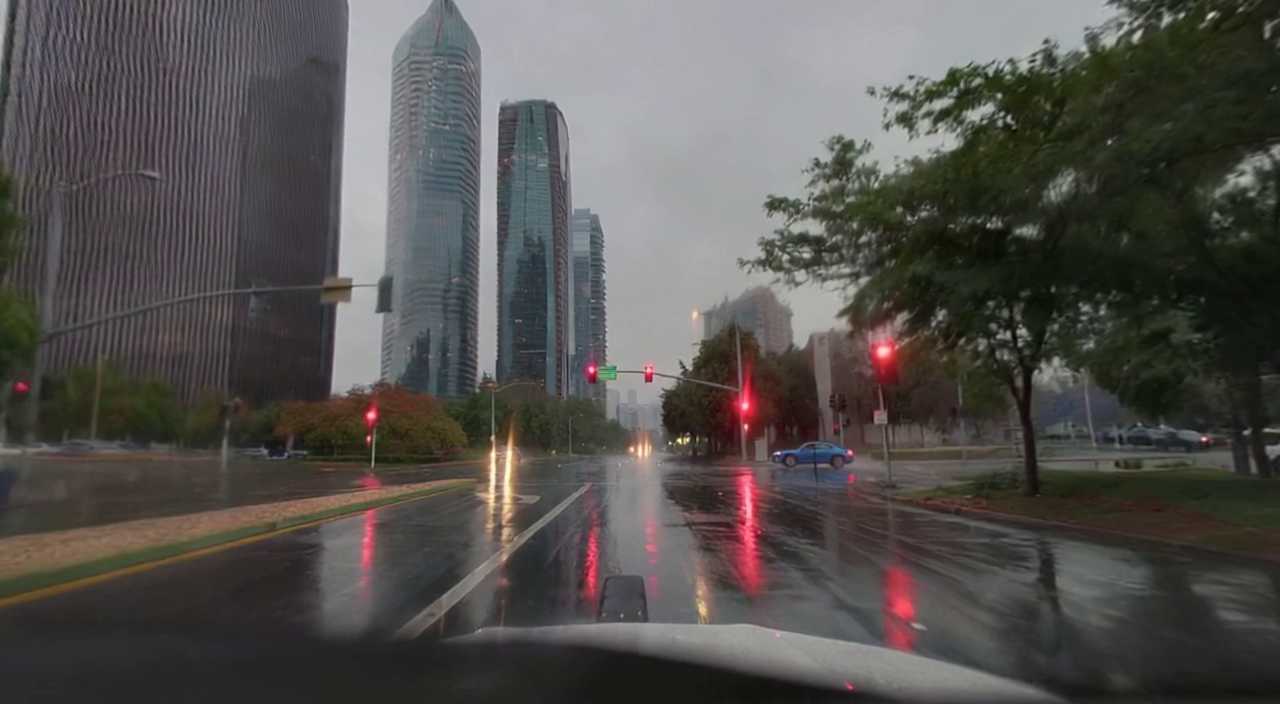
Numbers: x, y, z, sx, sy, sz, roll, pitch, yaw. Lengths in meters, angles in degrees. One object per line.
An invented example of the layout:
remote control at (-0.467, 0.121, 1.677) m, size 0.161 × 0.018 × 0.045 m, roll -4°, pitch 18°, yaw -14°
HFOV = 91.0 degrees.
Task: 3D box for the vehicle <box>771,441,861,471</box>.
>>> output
vehicle at (9.520, 5.639, 34.252) m, size 4.218 × 1.572 × 2.065 m, roll 1°, pitch -9°, yaw -3°

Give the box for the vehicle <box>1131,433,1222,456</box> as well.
vehicle at (40.798, 7.061, 47.954) m, size 4.625 × 1.741 × 2.395 m, roll 0°, pitch -9°, yaw 3°
